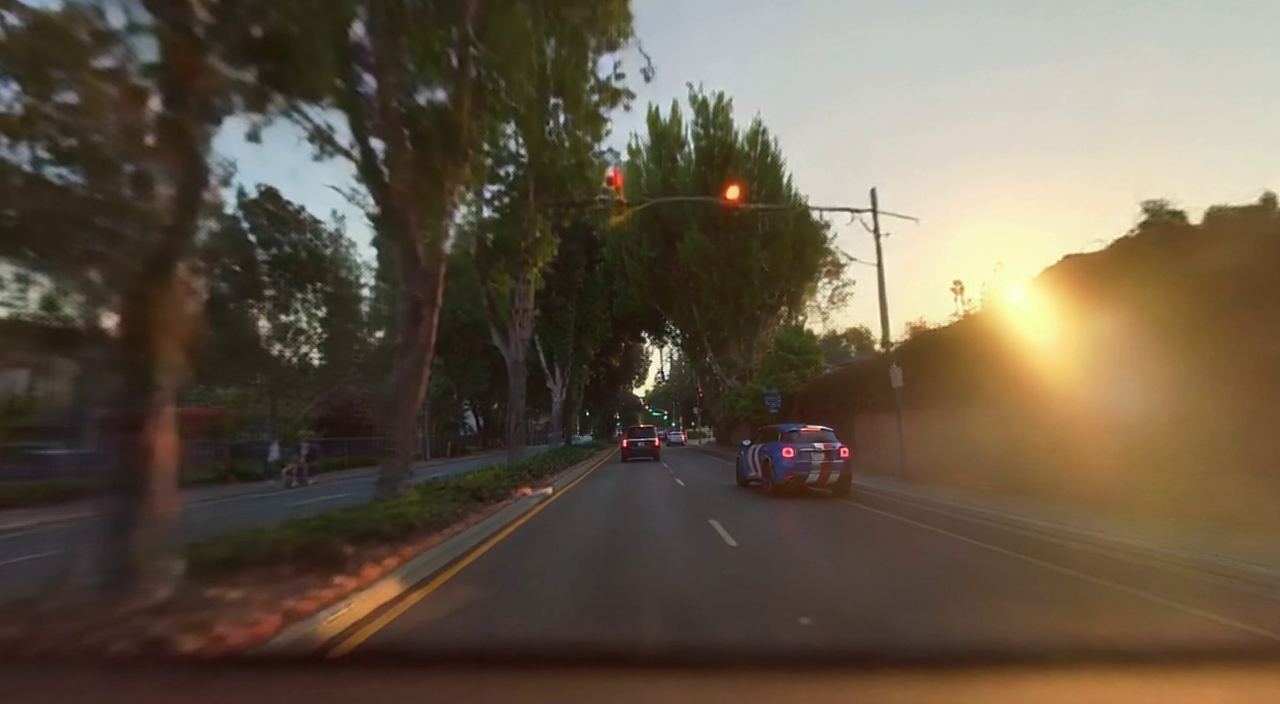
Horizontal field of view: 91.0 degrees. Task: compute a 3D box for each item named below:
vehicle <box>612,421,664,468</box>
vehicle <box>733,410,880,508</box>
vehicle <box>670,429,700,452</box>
[{"bbox_3d":[-0.104,3.824,25.987,1.984,1.777,3.148,0,-8,-1],"label":"vehicle"},{"bbox_3d":[3.214,2.179,13.126,1.840,1.709,4.202,0,-8,-1],"label":"vehicle"},{"bbox_3d":[3.189,6.417,45.560,1.863,1.610,3.726,0,-8,-1],"label":"vehicle"}]
